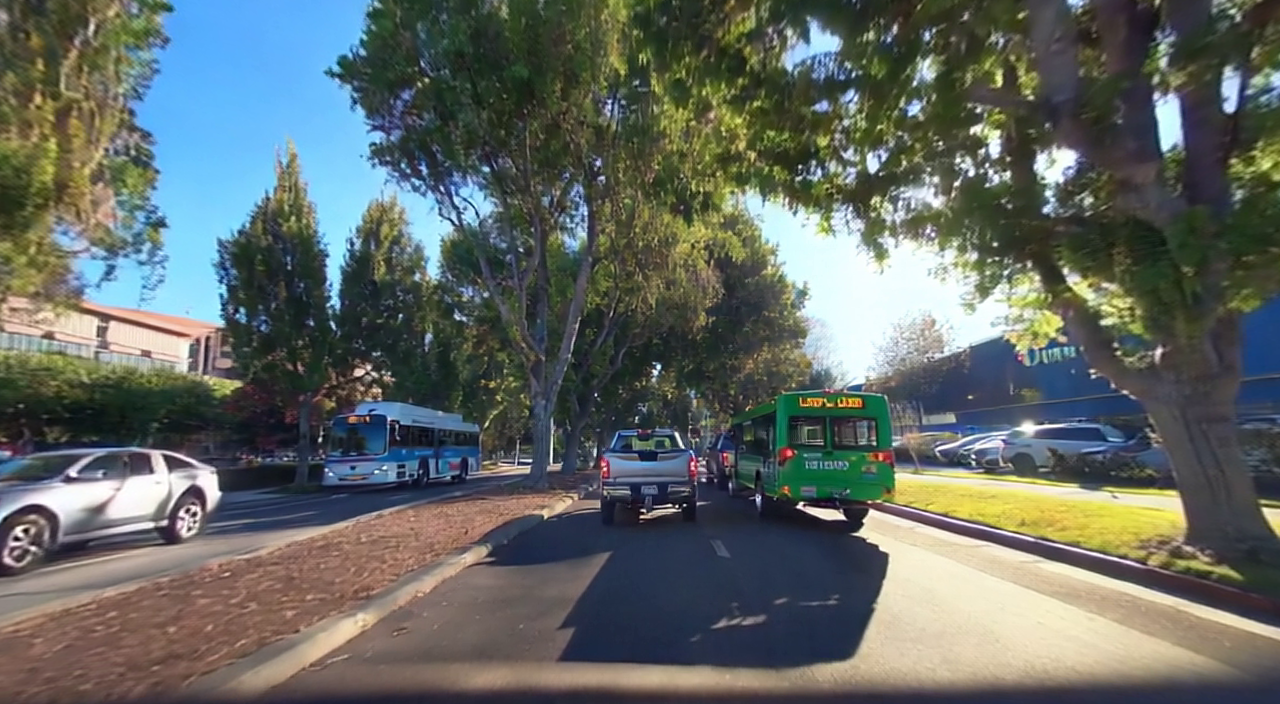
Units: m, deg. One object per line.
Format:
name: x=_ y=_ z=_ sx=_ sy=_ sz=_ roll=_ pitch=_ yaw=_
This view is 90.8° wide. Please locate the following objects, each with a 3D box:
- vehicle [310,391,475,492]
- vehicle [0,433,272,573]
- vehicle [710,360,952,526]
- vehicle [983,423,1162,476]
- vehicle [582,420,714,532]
vehicle: x=-11.541 y=4.517 z=31.640 sx=2.996 sy=4.022 sz=12.692 roll=0 pitch=-8 yaw=1
vehicle: x=-8.448 y=2.234 z=10.276 sx=2.028 sy=1.728 sz=4.630 roll=0 pitch=-8 yaw=1
vehicle: x=4.083 y=2.433 z=16.939 sx=3.088 sy=3.057 sz=10.503 roll=0 pitch=-8 yaw=-1
vehicle: x=14.542 y=3.306 z=21.479 sx=4.452 sy=1.554 sz=2.158 roll=-2 pitch=-8 yaw=-1
vehicle: x=0.103 y=2.478 z=13.368 sx=2.157 sy=1.816 sz=5.804 roll=0 pitch=-8 yaw=-1
